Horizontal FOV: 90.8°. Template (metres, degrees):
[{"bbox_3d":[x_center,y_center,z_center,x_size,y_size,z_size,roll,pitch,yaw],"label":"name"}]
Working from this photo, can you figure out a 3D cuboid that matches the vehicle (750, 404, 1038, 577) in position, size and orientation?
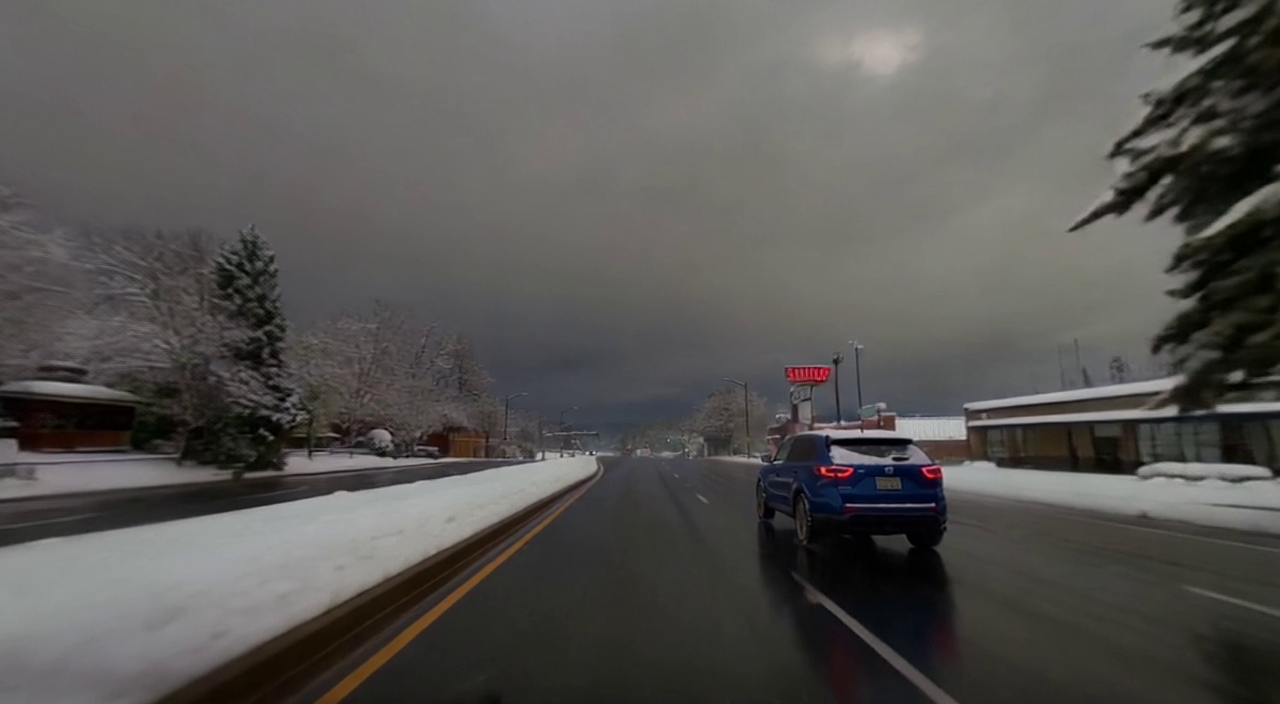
[{"bbox_3d":[3.082,1.809,9.032,2.130,1.790,4.615,1,-9,-1],"label":"vehicle"}]
